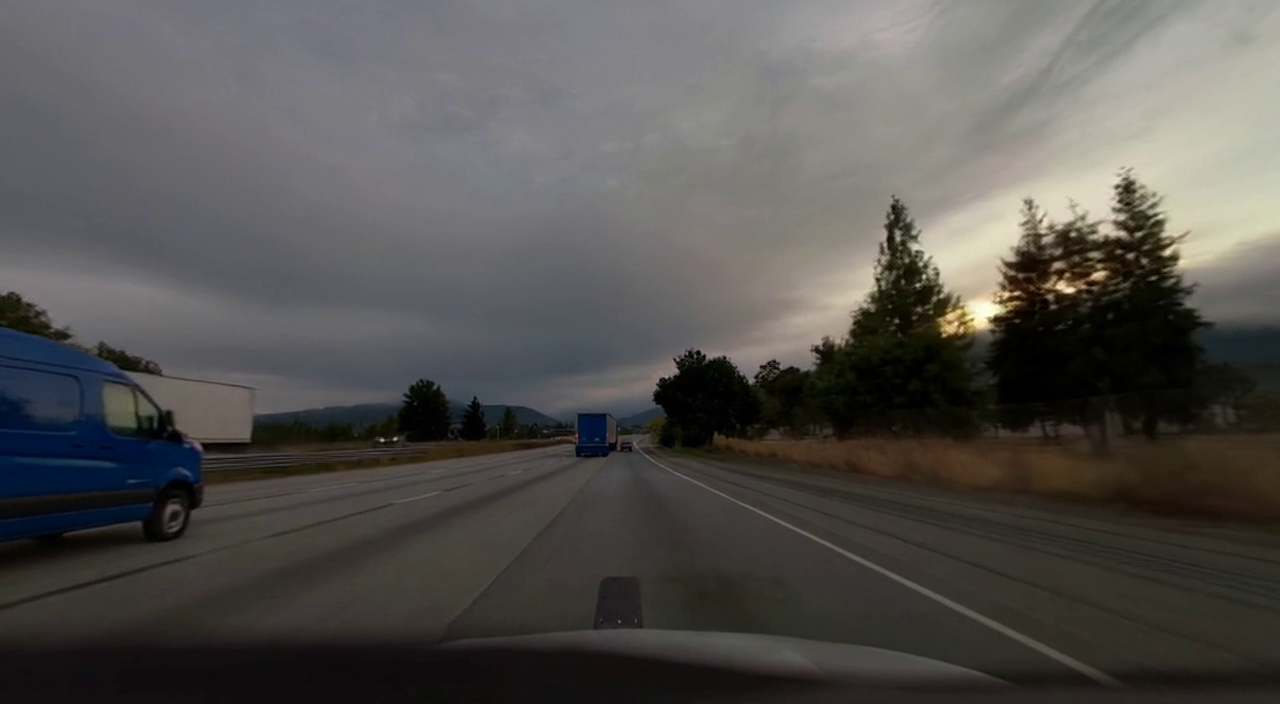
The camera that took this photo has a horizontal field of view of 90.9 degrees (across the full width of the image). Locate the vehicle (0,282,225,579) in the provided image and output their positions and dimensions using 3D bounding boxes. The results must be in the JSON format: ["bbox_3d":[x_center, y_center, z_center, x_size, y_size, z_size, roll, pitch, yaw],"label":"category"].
[{"bbox_3d":[-7.191,0.687,5.564,2.396,2.763,6.935,0,-8,-1],"label":"vehicle"}]

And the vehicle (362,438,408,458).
[{"bbox_3d":[-19.303,7.254,47.892,1.973,1.400,3.948,0,-8,-1],"label":"vehicle"}]
